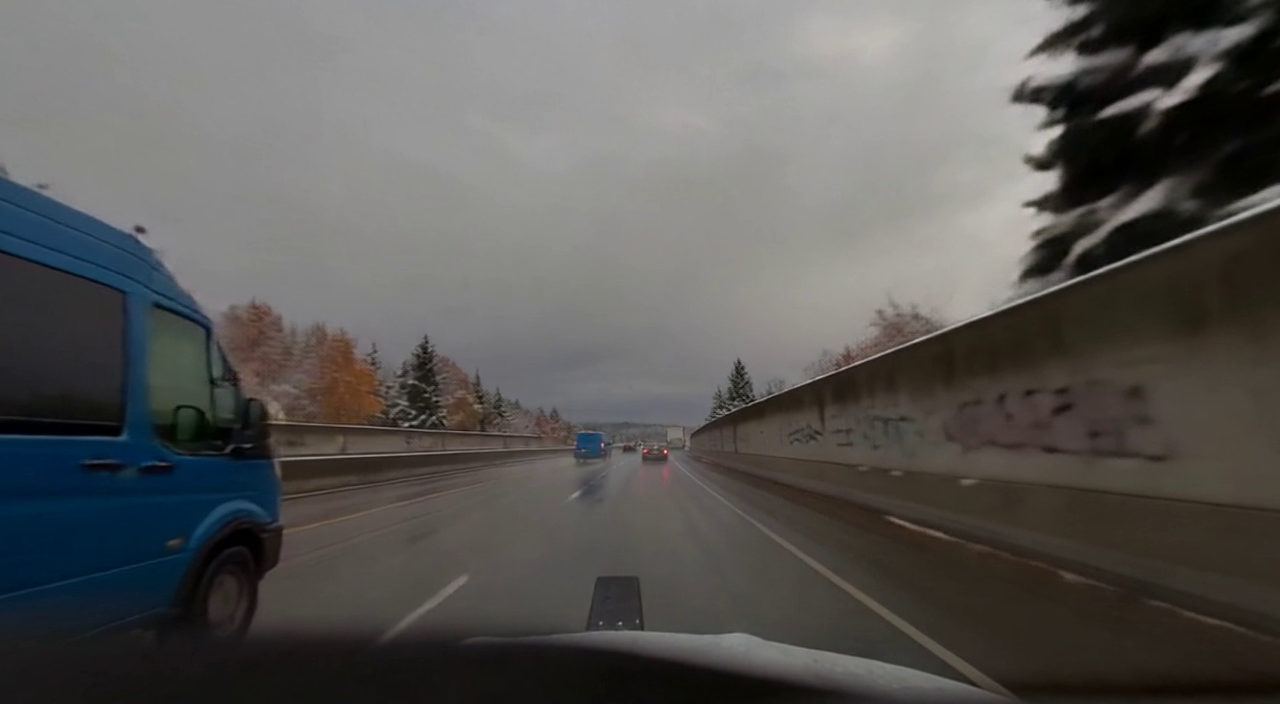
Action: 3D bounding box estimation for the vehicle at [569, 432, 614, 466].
[{"bbox_3d":[-2.895,6.011,39.119,2.199,1.973,5.078,0,-8,2],"label":"vehicle"}]

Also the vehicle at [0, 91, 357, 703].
[{"bbox_3d":[-3.755,0.272,2.418,2.297,2.687,6.317,0,-8,1],"label":"vehicle"}]

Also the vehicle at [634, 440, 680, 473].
[{"bbox_3d":[0.821,5.062,30.807,2.071,1.487,3.948,0,-8,1],"label":"vehicle"}]
